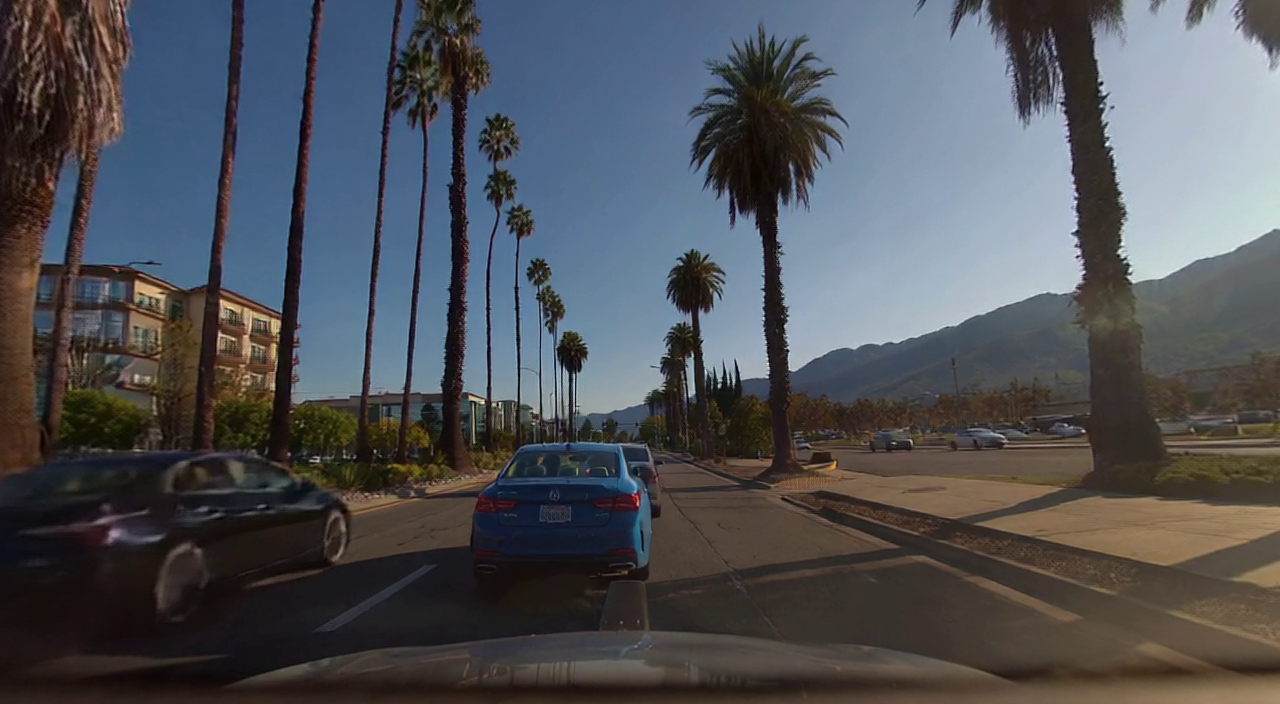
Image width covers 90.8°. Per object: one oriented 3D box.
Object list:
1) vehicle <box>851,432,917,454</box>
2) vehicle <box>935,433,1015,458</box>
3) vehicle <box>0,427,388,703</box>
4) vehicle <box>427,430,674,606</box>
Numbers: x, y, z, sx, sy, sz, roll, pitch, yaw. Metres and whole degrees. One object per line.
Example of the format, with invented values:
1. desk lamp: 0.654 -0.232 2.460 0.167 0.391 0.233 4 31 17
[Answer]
1. vehicle: 19.201 7.204 49.814 1.925 1.652 4.490 6 -10 -34
2. vehicle: 21.969 6.116 41.436 4.640 1.526 1.961 3 -9 -22
3. vehicle: -4.344 1.510 5.888 1.964 1.466 5.009 0 -8 -1
4. vehicle: -0.821 1.689 7.347 2.067 1.459 3.886 0 -8 -2
